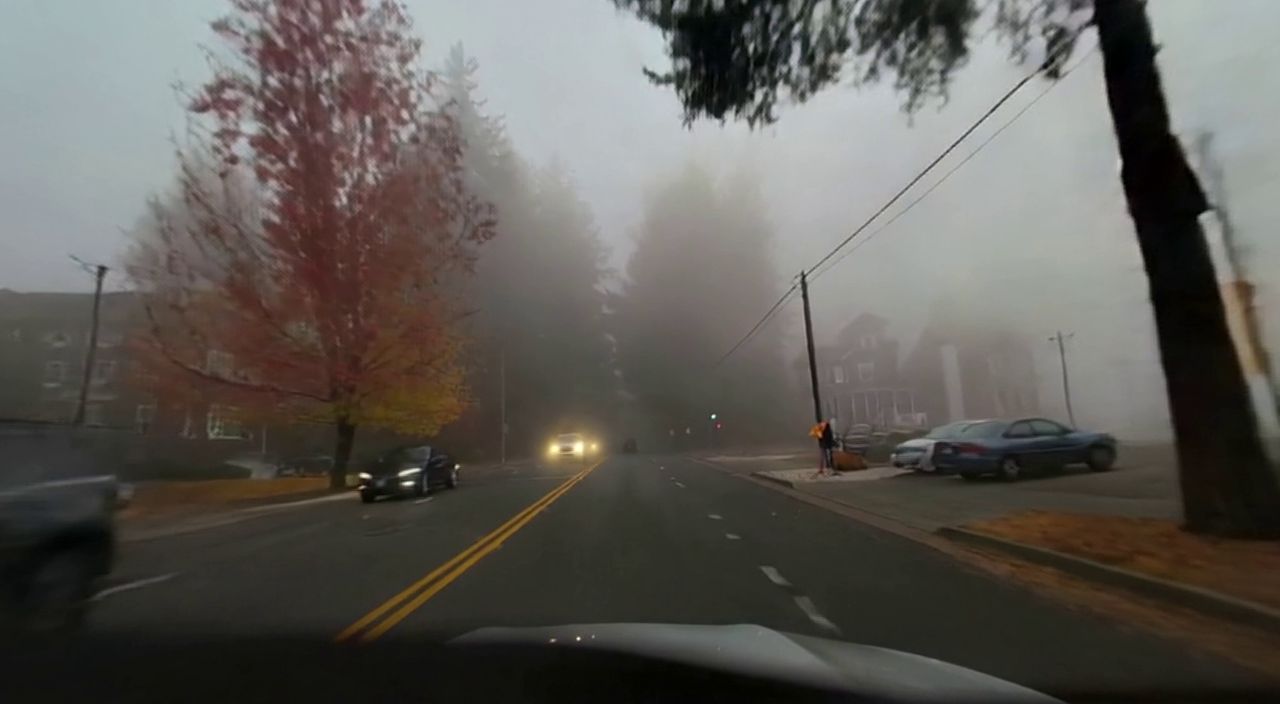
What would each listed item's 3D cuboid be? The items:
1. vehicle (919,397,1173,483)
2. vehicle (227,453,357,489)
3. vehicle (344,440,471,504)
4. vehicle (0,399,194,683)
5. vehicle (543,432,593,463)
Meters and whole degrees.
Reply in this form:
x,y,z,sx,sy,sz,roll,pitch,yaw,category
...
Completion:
x,y,z,sx,sy,sz,roll,pitch,yaw,category
9.264,2.083,14.810,4.385,1.612,2.070,-4,-9,5,vehicle
-15.141,5.193,27.641,4.649,1.423,1.850,-2,-8,5,vehicle
-6.212,3.214,17.488,1.968,1.483,4.279,0,-8,-2,vehicle
-5.103,1.072,3.220,2.481,1.714,4.702,0,-9,-5,vehicle
-4.114,5.582,36.949,2.356,1.702,4.700,-1,-8,0,vehicle
